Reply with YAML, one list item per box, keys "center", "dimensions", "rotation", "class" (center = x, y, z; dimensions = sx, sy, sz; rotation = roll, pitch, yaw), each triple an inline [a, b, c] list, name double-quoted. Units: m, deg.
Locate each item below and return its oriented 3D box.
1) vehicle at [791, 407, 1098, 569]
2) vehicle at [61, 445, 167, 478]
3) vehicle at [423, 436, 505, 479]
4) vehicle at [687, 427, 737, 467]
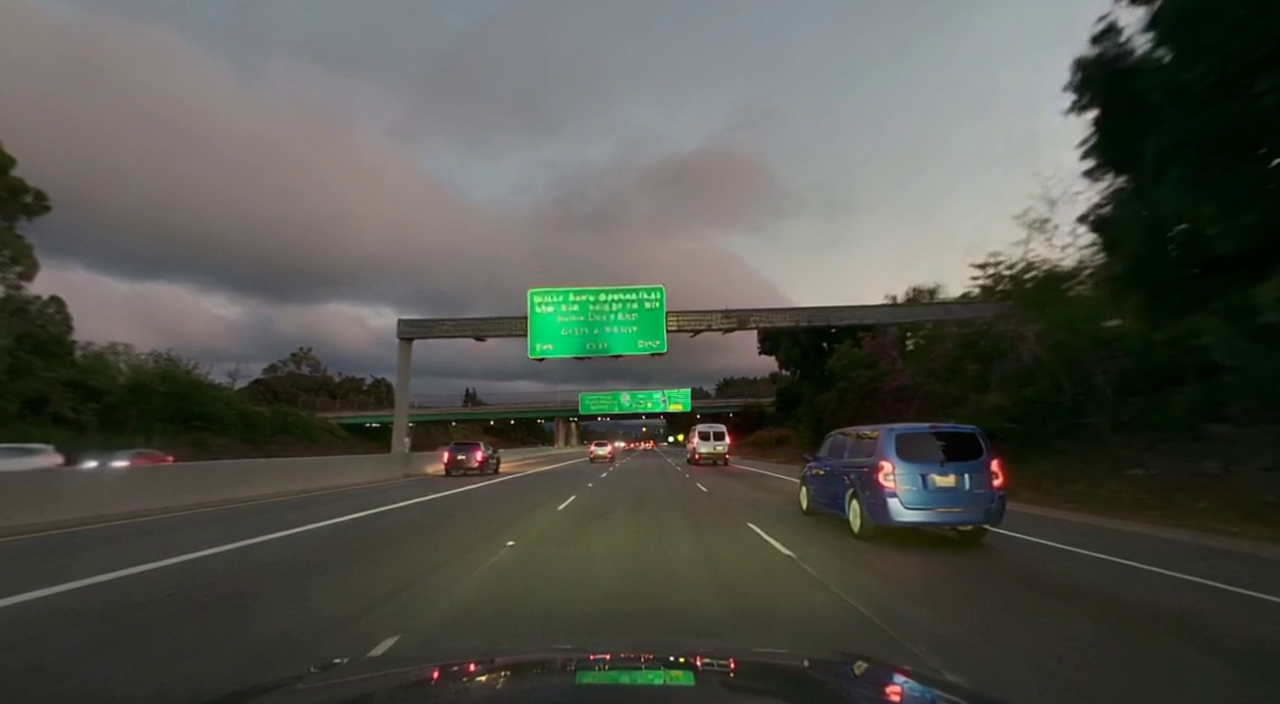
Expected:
- center: [3.777, 1.773, 9.012]
  dimensions: [2.100, 1.690, 4.536]
  rotation: [0, -8, 0]
  class: "vehicle"
- center: [-32.984, 6.830, 39.810]
  dimensions: [2.002, 1.885, 5.378]
  rotation: [0, -8, 0]
  class: "vehicle"
- center: [-7.334, 4.449, 26.865]
  dimensions: [2.068, 1.632, 4.623]
  rotation: [0, -8, 1]
  class: "vehicle"
- center: [4.254, 5.763, 38.207]
  dimensions: [2.347, 2.234, 5.352]
  rotation: [0, -8, 0]
  class: "vehicle"
